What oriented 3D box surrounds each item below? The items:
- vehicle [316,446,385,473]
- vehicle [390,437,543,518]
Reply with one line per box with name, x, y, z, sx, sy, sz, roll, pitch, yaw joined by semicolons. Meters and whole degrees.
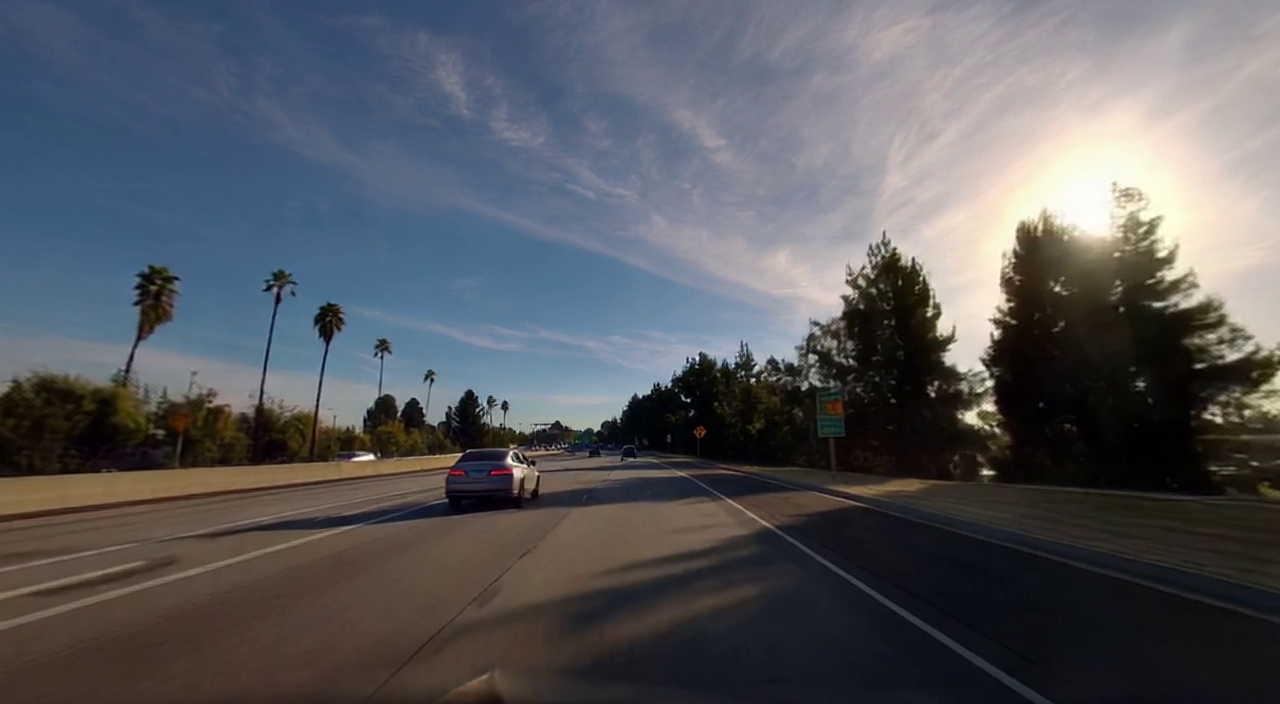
vehicle;-16.843;6.242;36.771;1.910;1.438;4.552;0;-8;0
vehicle;-3.762;2.799;14.672;2.092;1.562;4.748;0;-8;1
